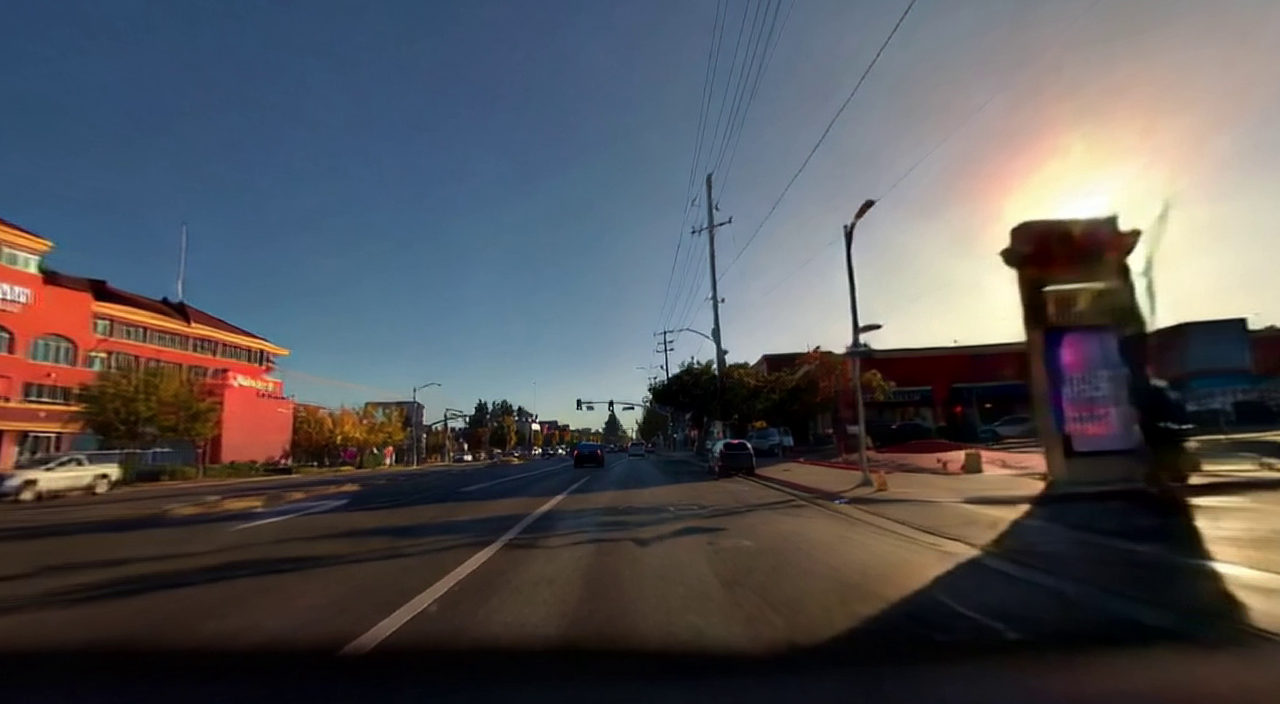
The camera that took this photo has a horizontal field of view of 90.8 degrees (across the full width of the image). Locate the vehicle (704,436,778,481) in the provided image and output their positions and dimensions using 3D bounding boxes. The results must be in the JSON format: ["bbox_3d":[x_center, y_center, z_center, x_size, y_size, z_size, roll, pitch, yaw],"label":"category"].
[{"bbox_3d":[3.694,3.992,23.995,1.922,1.507,4.824,0,-9,-1],"label":"vehicle"}]

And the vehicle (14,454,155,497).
[{"bbox_3d":[-26.481,5.811,30.243,2.239,1.802,4.652,-8,-11,41],"label":"vehicle"}]

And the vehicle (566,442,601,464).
[{"bbox_3d":[-4.075,7.367,46.191,2.179,1.490,4.742,0,-9,0],"label":"vehicle"}]
